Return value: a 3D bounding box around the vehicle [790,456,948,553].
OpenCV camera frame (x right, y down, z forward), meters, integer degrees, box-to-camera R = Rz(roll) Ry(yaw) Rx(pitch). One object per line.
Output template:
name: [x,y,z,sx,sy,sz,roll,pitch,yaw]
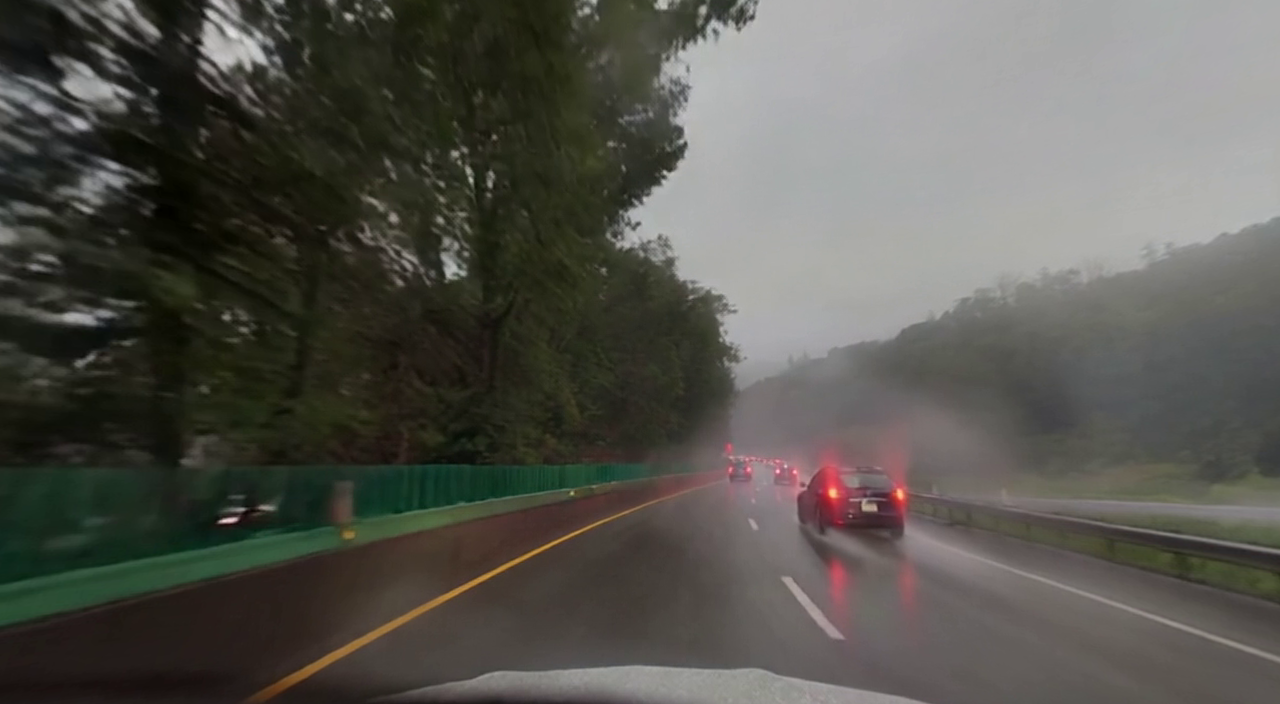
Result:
vehicle: [4.415,2.995,12.916,2.023,1.593,4.105,0,-11,6]
